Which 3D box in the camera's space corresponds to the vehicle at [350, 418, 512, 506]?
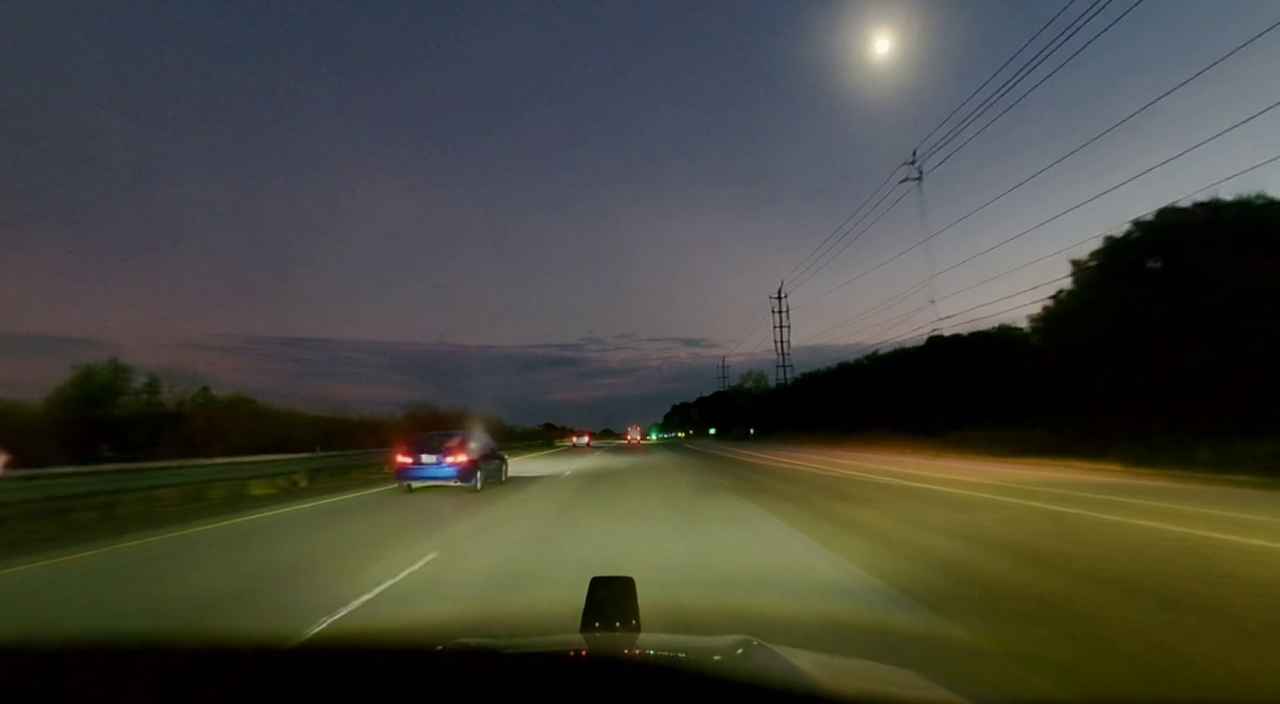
[{"bbox_3d":[-4.205,2.266,13.495,2.023,1.580,4.259,0,-8,0],"label":"vehicle"}]
